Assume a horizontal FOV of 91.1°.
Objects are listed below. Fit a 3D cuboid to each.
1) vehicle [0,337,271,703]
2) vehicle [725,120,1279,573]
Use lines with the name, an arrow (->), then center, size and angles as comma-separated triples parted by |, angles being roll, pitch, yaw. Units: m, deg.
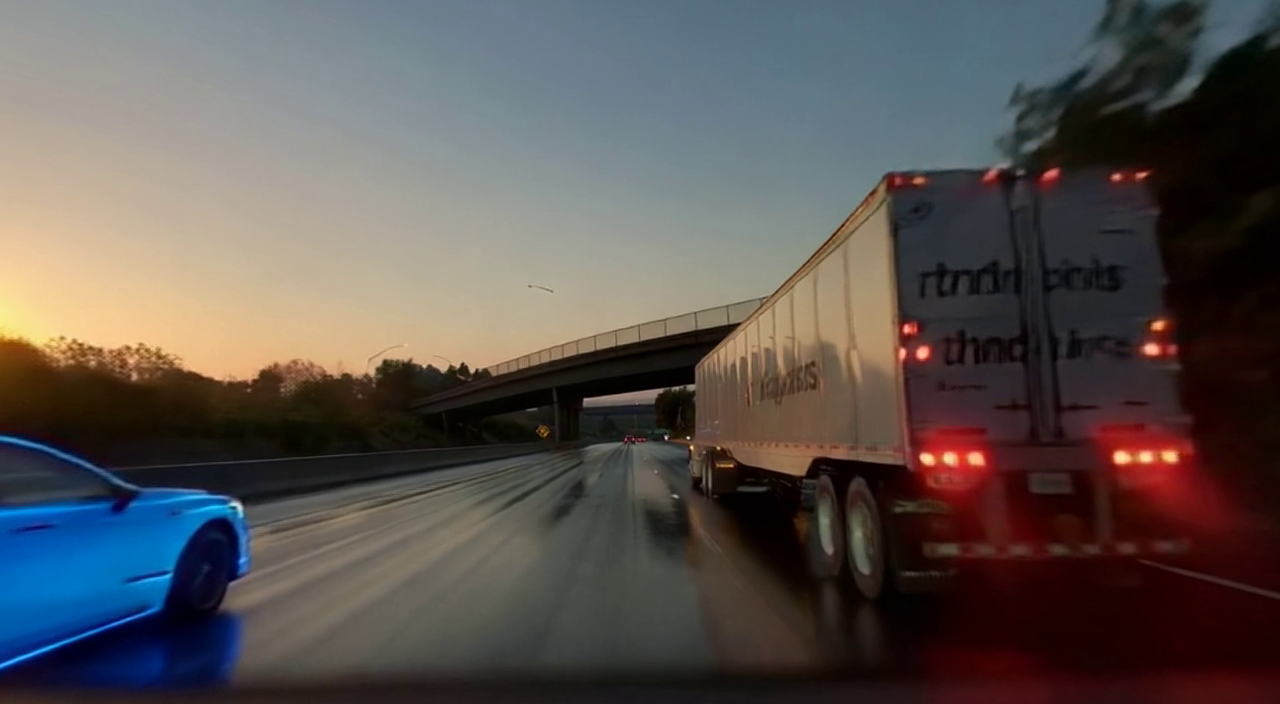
vehicle -> -3.599, 0.729, 2.129 | 2.063, 1.661, 4.439 | 0, -8, -1
vehicle -> 3.928, 0.724, 12.317 | 2.850, 3.894, 13.987 | 0, -7, 1
